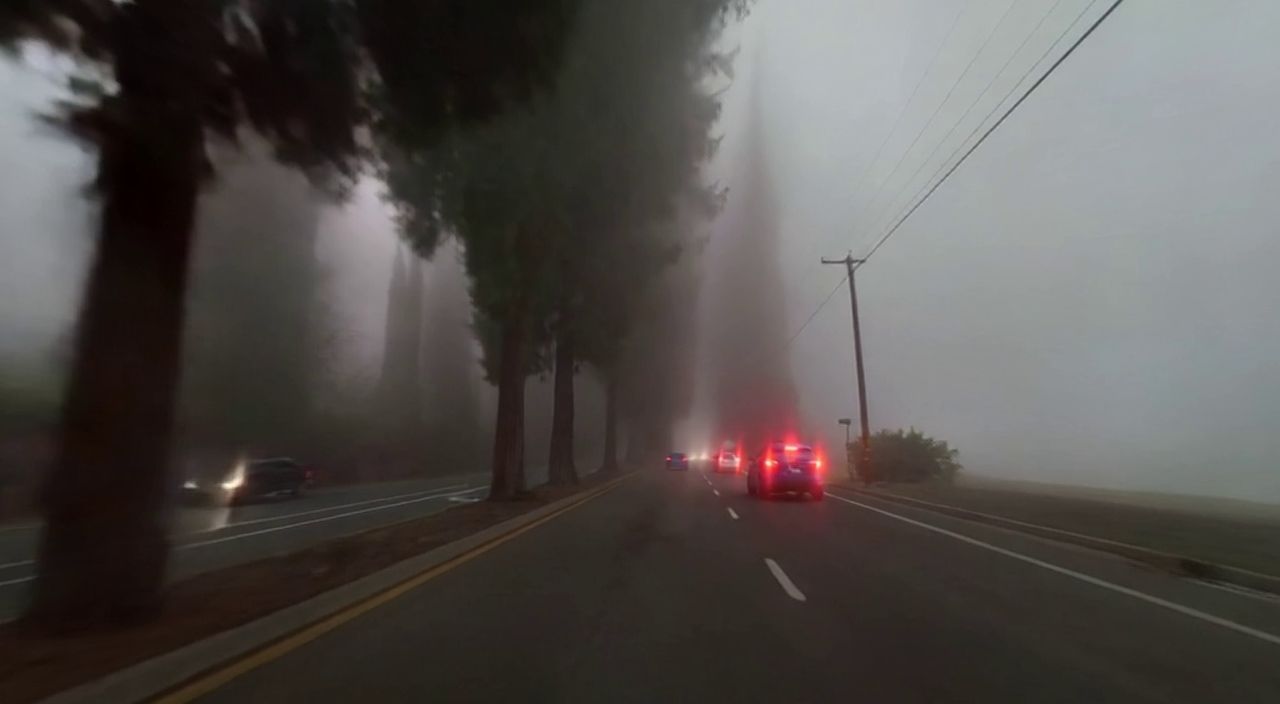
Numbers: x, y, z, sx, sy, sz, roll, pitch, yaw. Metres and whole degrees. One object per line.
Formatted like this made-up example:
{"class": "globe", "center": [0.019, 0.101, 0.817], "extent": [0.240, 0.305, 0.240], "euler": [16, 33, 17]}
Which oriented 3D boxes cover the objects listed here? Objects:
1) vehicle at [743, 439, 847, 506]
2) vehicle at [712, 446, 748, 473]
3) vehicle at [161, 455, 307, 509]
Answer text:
{"class": "vehicle", "center": [4.190, 3.293, 17.776], "extent": [2.052, 1.639, 4.123], "euler": [-1, -8, 3]}
{"class": "vehicle", "center": [6.047, 7.261, 42.789], "extent": [2.110, 1.666, 3.912], "euler": [-1, -8, 4]}
{"class": "vehicle", "center": [-13.437, 4.291, 21.227], "extent": [1.874, 1.521, 4.244], "euler": [-1, -8, 4]}
